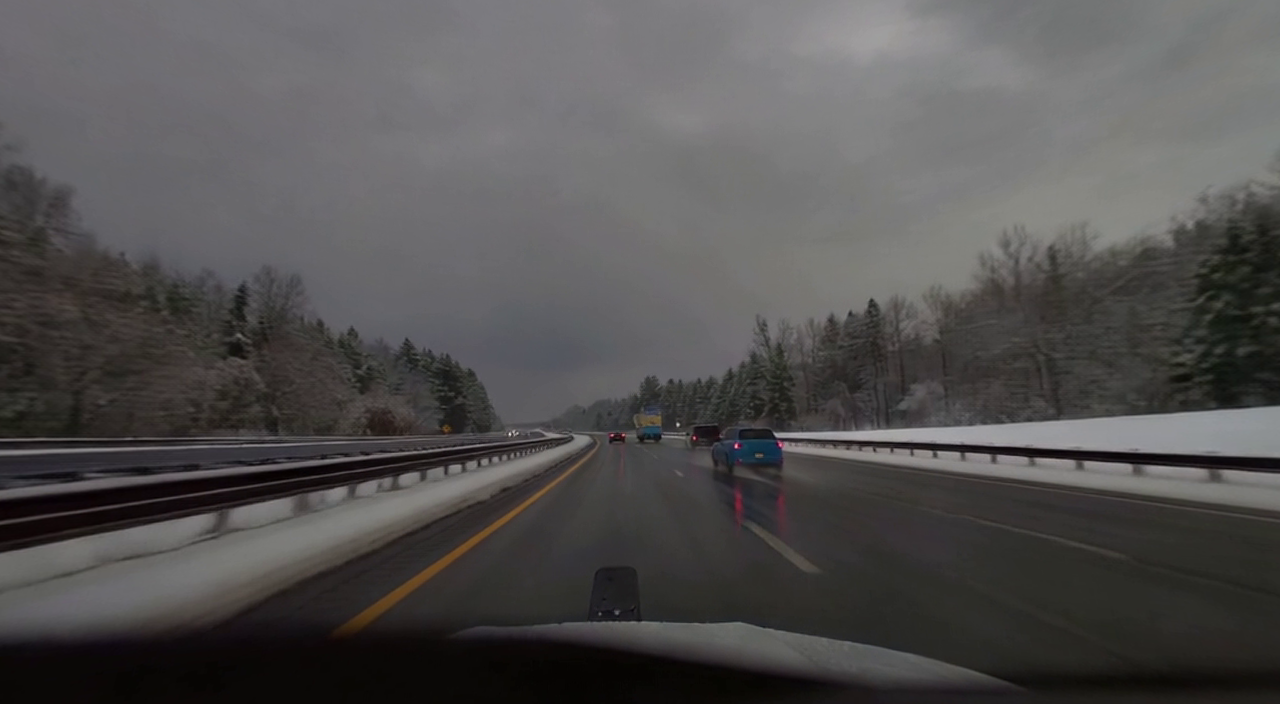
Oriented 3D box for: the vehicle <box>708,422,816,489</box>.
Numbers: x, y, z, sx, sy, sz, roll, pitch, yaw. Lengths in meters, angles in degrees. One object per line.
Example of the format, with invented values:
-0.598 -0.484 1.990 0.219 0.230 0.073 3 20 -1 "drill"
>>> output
3.128 2.726 17.004 2.002 1.569 3.845 0 -8 -2 "vehicle"
